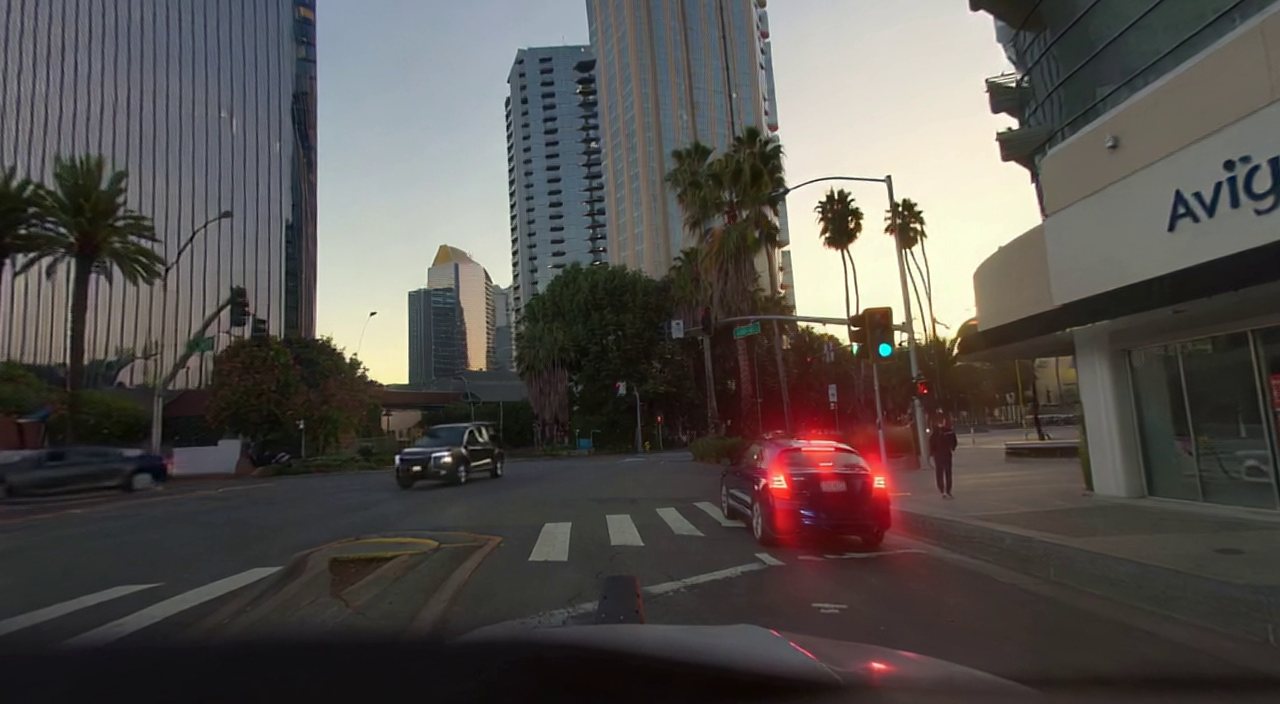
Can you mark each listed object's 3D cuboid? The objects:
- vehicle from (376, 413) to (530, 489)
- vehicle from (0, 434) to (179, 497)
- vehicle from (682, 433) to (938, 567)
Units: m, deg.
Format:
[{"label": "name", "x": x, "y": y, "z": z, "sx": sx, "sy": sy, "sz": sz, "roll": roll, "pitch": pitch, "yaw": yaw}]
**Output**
[{"label": "vehicle", "x": -5.407, "y": 3.004, "z": 19.395, "sx": 2.190, "sy": 1.964, "sz": 5.614, "roll": -2, "pitch": -8, "yaw": 10}, {"label": "vehicle", "x": -18.557, "y": 3.631, "z": 20.646, "sx": 2.029, "sy": 1.822, "sz": 5.090, "roll": -6, "pitch": -10, "yaw": 35}, {"label": "vehicle", "x": 2.101, "y": 2.001, "z": 9.509, "sx": 2.090, "sy": 1.466, "sz": 4.676, "roll": 1, "pitch": -8, "yaw": -7}]
